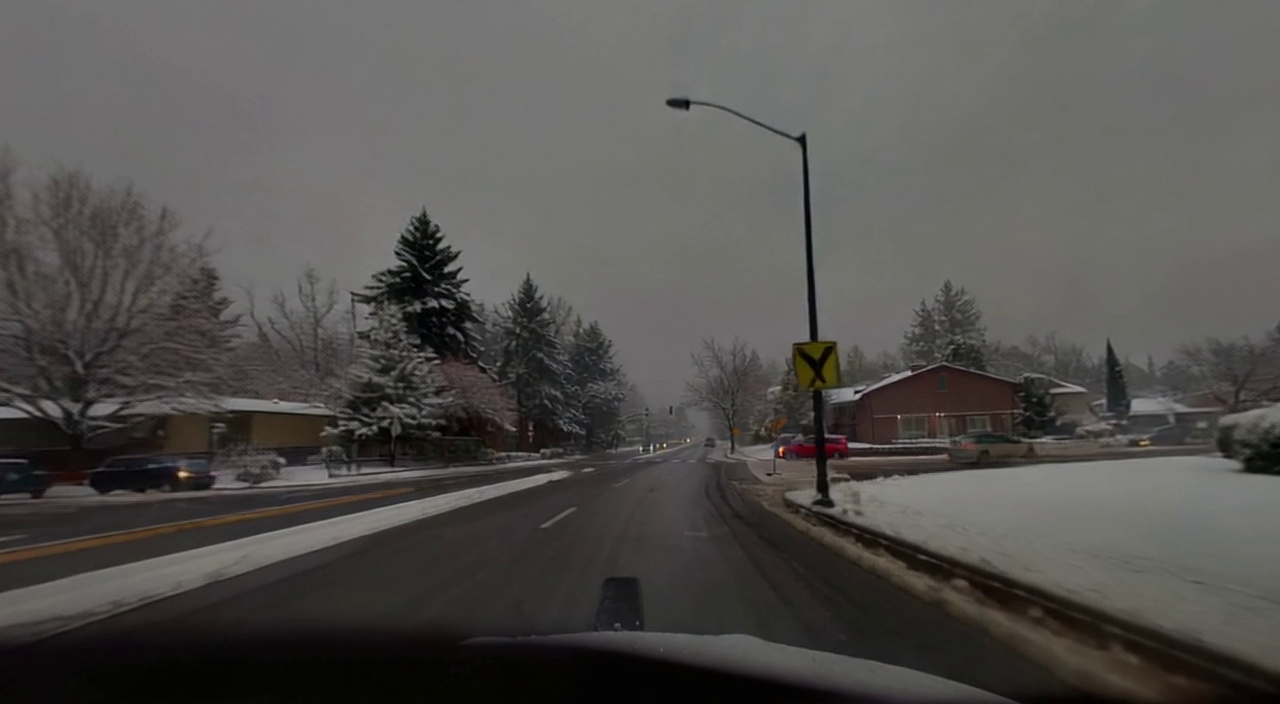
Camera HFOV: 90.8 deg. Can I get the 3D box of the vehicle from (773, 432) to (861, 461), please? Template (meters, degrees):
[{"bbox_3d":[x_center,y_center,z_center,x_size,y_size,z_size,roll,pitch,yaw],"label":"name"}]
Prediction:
[{"bbox_3d":[10.935,5.830,38.990,4.906,1.729,2.414,-4,-9,23],"label":"vehicle"}]

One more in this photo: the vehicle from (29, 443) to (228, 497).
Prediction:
[{"bbox_3d":[-21.272,4.901,26.607,5.938,2.098,2.333,2,-9,-12],"label":"vehicle"}]
